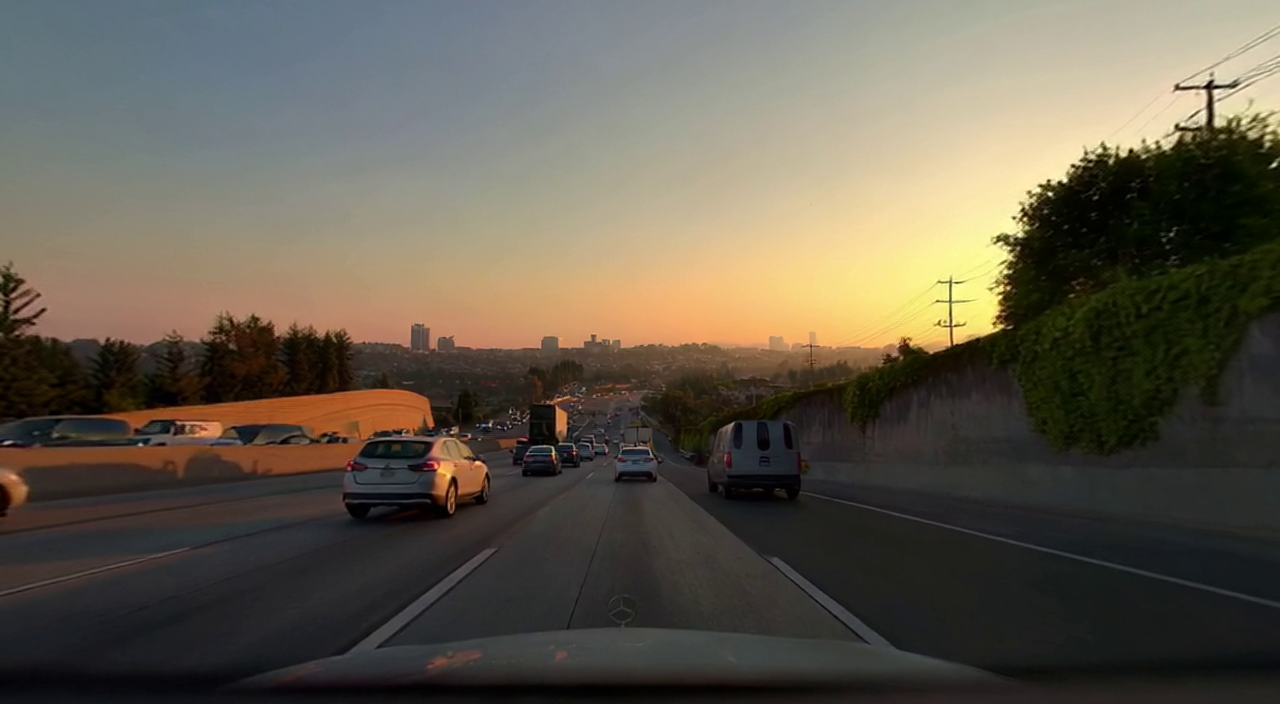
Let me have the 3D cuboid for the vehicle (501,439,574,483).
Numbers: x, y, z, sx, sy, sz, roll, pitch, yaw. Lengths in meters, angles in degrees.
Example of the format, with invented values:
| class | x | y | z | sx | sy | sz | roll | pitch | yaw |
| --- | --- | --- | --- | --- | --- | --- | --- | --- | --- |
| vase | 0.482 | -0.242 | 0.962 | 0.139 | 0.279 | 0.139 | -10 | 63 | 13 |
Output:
| class | x | y | z | sx | sy | sz | roll | pitch | yaw |
| --- | --- | --- | --- | --- | --- | --- | --- | --- | --- |
| vehicle | -3.906 | 4.233 | 24.880 | 2.049 | 1.530 | 4.707 | 0 | -8 | 1 |

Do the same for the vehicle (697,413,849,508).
| class | x | y | z | sx | sy | sz | roll | pitch | yaw |
| --- | --- | --- | --- | --- | --- | --- | --- | --- | --- |
| vehicle | 3.258 | 2.869 | 17.158 | 2.793 | 2.132 | 5.682 | 0 | -8 | -1 |

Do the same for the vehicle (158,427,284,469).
| class | x | y | z | sx | sy | sz | roll | pitch | yaw |
| --- | --- | --- | --- | --- | --- | --- | --- | --- | --- |
| vehicle | -16.717 | 3.868 | 25.504 | 2.076 | 1.526 | 4.437 | 0 | -8 | -1 |

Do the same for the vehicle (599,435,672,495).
| class | x | y | z | sx | sy | sz | roll | pitch | yaw |
| --- | --- | --- | --- | --- | --- | --- | --- | --- | --- |
| vehicle | -0.118 | 3.511 | 19.985 | 2.092 | 1.671 | 3.889 | 0 | -8 | 0 |

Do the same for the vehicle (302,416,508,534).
| class | x | y | z | sx | sy | sz | roll | pitch | yaw |
| --- | --- | --- | --- | --- | --- | --- | --- | --- | --- |
| vehicle | -3.938 | 2.141 | 11.586 | 2.026 | 1.719 | 4.490 | 0 | -8 | 0 |

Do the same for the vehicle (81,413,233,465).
| class | x | y | z | sx | sy | sz | roll | pitch | yaw |
| --- | --- | --- | --- | --- | --- | --- | --- | --- | --- |
| vehicle | -20.481 | 3.766 | 27.190 | 2.071 | 1.972 | 5.676 | 0 | -8 | 0 |
